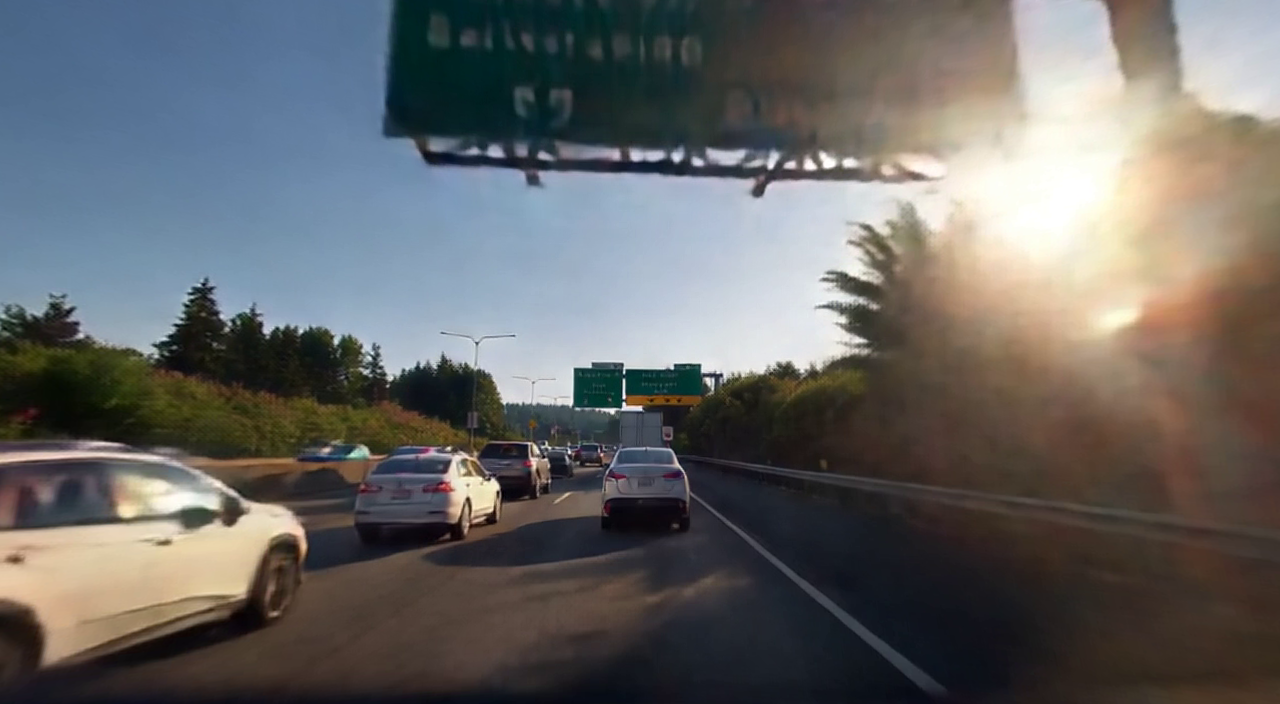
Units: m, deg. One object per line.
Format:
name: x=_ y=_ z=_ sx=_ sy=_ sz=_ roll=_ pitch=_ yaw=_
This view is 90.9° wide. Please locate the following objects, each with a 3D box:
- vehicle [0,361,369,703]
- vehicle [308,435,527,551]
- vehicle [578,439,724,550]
vehicle: x=-3.649 y=1.057 z=3.716 sx=2.165 sy=1.638 sz=4.317 roll=0 pitch=-9 yaw=0
vehicle: x=-3.328 y=2.201 z=10.508 sx=1.980 sy=1.491 sz=4.340 roll=0 pitch=-9 yaw=1
vehicle: x=0.161 y=2.229 z=10.395 sx=1.995 sy=1.495 sz=3.380 roll=0 pitch=-9 yaw=0
